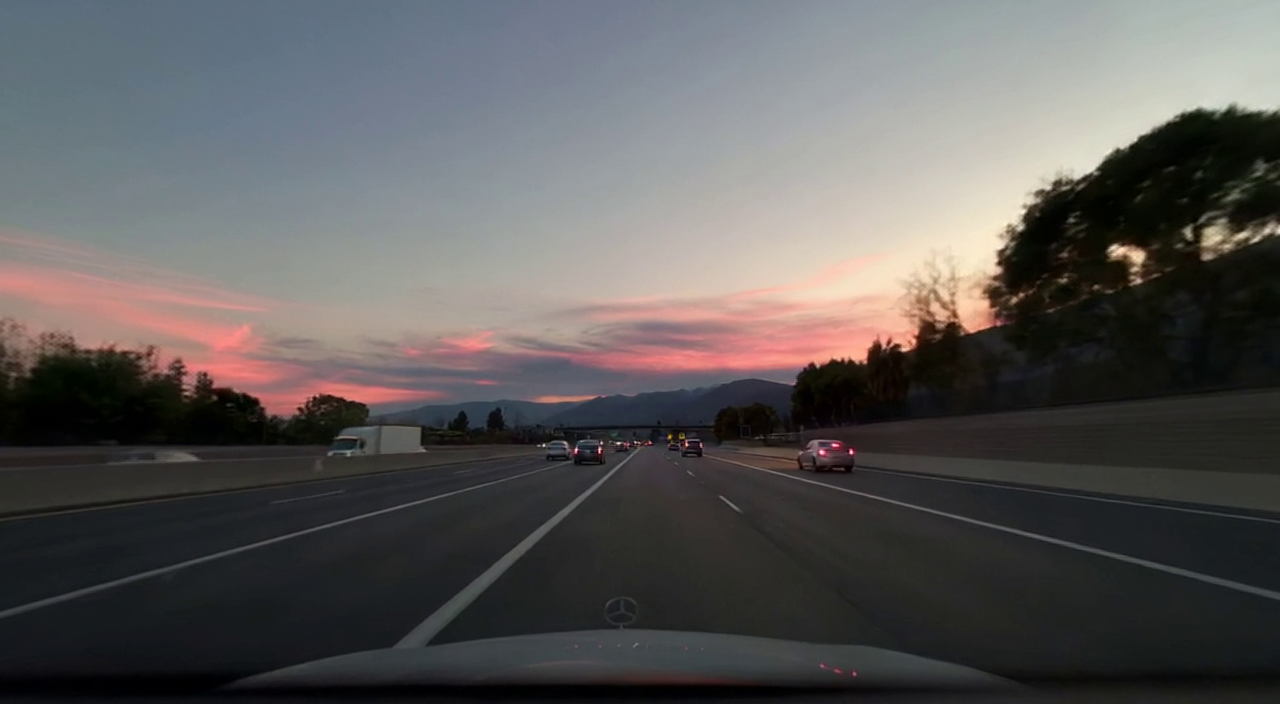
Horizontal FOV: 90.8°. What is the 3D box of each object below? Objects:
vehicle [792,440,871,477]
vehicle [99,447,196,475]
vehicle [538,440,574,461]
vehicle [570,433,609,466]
[{"bbox_3d":[7.955,4.444,26.680,1.900,1.432,4.519,0,-8,0],"label":"vehicle"},{"bbox_3d":[-29.311,6.464,37.774,1.956,1.566,4.663,0,-8,1],"label":"vehicle"},{"bbox_3d":[-6.247,7.385,47.441,2.009,1.462,4.458,0,-8,1],"label":"vehicle"},{"bbox_3d":[-2.945,5.829,37.863,1.893,1.827,4.513,0,-8,1],"label":"vehicle"}]
